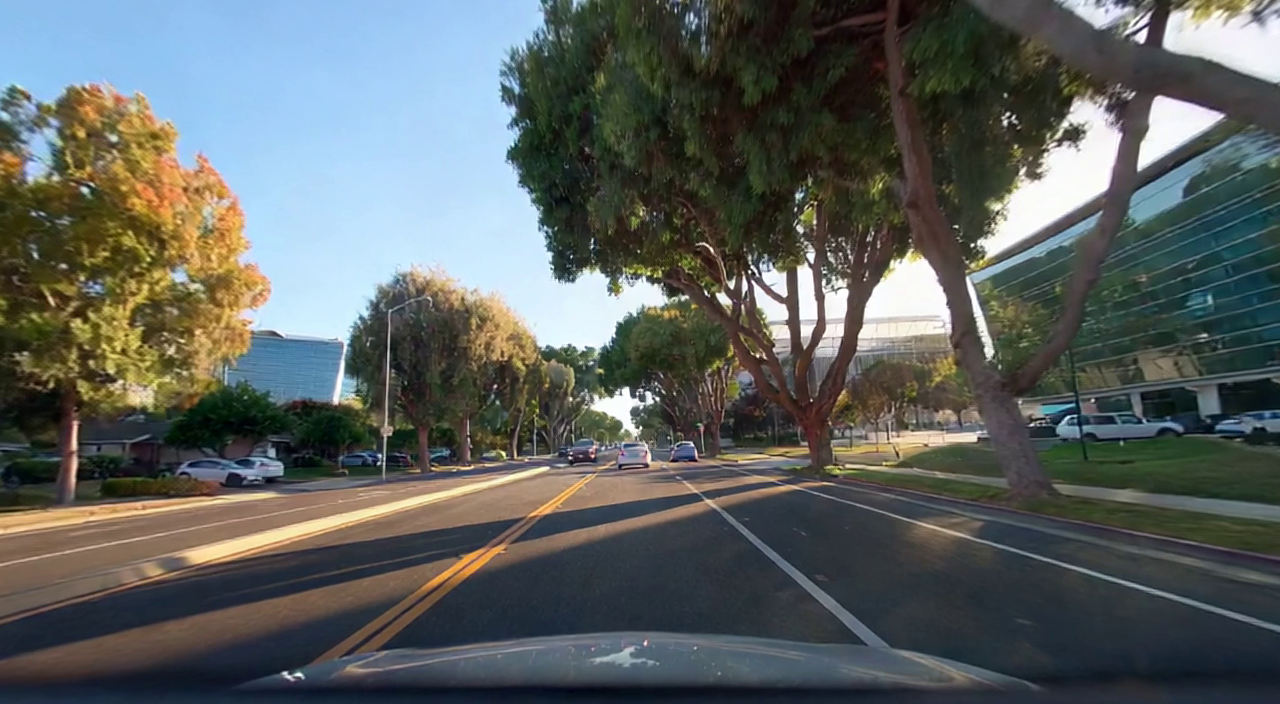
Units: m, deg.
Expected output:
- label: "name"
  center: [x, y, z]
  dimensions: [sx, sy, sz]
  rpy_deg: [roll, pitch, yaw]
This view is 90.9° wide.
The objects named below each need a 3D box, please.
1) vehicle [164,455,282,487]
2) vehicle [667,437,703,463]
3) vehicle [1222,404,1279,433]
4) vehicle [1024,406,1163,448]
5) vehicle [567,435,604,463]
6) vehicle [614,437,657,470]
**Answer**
- label: "vehicle"
  center: [-21.179, 6.058, 32.205]
  dimensions: [4.568, 1.497, 1.902]
  rpy_deg: [1, -9, -8]
- label: "vehicle"
  center: [3.125, 6.946, 44.864]
  dimensions: [2.189, 1.766, 4.495]
  rpy_deg: [0, -8, -1]
- label: "vehicle"
  center: [35.578, 3.688, 35.089]
  dimensions: [4.226, 1.495, 1.893]
  rpy_deg: [-1, -9, 3]
- label: "vehicle"
  center: [20.781, 3.482, 29.067]
  dimensions: [4.632, 1.582, 2.071]
  rpy_deg: [-4, -8, 4]
- label: "vehicle"
  center: [-4.041, 7.340, 47.698]
  dimensions: [2.301, 1.946, 5.199]
  rpy_deg: [0, -8, 1]
- label: "vehicle"
  center: [-0.225, 5.378, 33.518]
  dimensions: [2.109, 1.612, 3.963]
  rpy_deg: [0, -8, 0]
